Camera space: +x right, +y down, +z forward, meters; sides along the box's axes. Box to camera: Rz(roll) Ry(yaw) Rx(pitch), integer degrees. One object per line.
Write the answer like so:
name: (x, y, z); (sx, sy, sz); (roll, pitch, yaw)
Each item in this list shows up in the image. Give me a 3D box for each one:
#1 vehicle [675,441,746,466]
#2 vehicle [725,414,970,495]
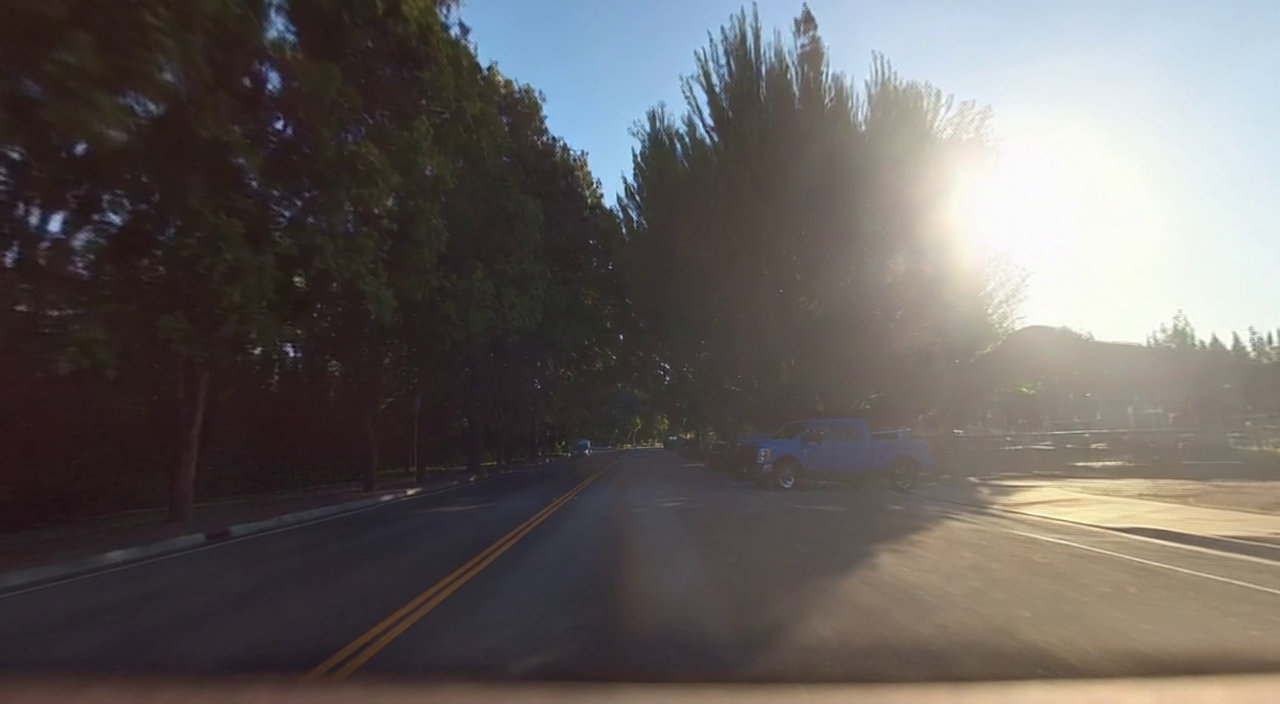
vehicle: (5.032, 7.319, 45.471); (4.791, 1.706, 1.963); (1, -9, -5)
vehicle: (6.233, 3.168, 19.776); (6.645, 2.298, 2.763); (0, -9, -3)
